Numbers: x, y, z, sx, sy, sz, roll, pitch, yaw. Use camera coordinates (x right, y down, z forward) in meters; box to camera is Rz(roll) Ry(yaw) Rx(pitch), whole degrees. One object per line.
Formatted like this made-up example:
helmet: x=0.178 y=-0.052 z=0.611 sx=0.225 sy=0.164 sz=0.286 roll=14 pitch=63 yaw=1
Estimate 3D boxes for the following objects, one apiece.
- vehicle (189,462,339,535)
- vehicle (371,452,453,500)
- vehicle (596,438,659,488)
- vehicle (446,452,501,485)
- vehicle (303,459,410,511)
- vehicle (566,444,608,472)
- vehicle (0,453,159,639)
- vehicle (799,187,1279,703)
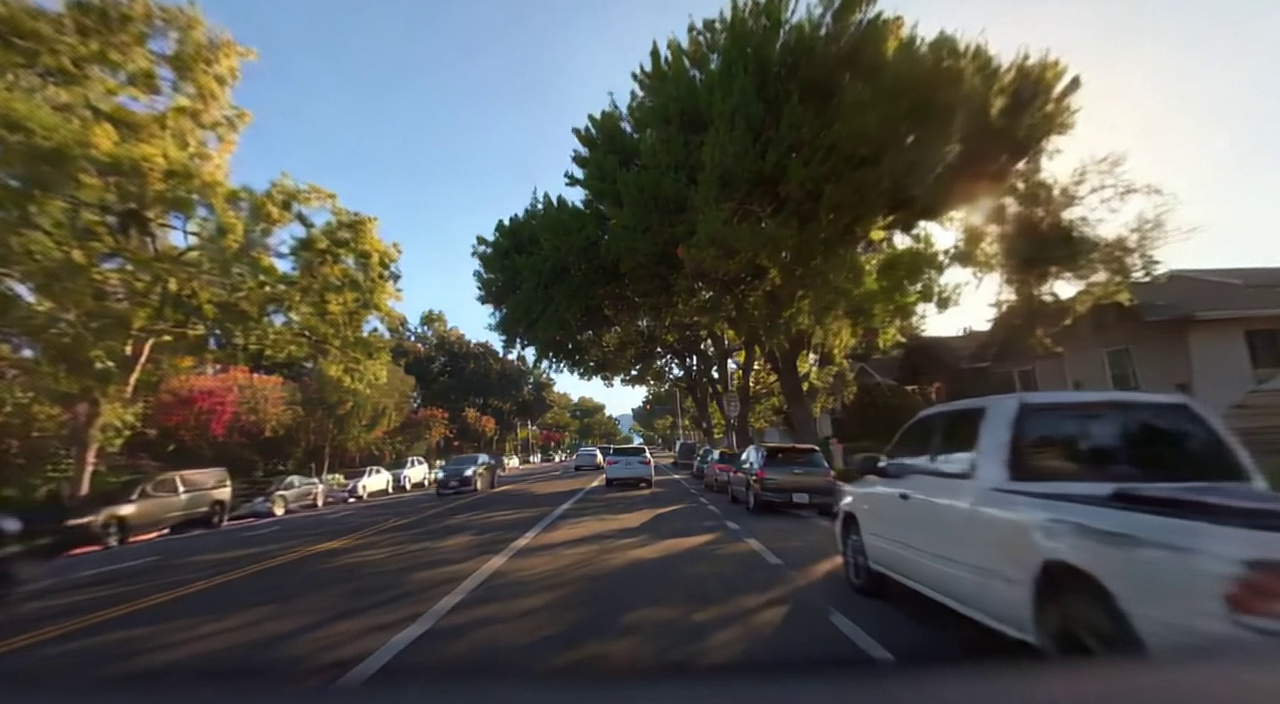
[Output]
vehicle: x=-12.346 y=4.760 z=21.230 sx=1.979 sy=1.815 sz=5.139 roll=-6 pitch=-9 yaw=-1
vehicle: x=-12.142 y=6.571 z=34.120 sx=2.264 sy=2.010 sz=5.742 roll=-4 pitch=-7 yaw=0
vehicle: x=-0.400 y=3.896 z=22.418 sx=2.041 sy=1.575 sz=4.304 roll=0 pitch=-9 yaw=0
vehicle: x=-9.137 y=6.396 z=35.091 sx=1.918 sy=1.648 sz=4.163 roll=0 pitch=-9 yaw=0
vehicle: x=-12.167 y=5.698 z=27.601 sx=2.076 sy=1.600 sz=5.382 roll=-8 pitch=-9 yaw=0
vehicle: x=-3.066 y=6.254 z=37.351 sx=2.117 sy=1.528 sz=4.277 roll=0 pitch=-9 yaw=0
vehicle: x=-6.373 y=1.611 z=4.622 sx=1.998 sy=1.518 sz=4.817 roll=-5 pitch=-9 yaw=0
vehicle: x=2.508 y=0.860 z=3.315 sx=2.119 sy=1.884 sz=4.567 roll=0 pitch=-9 yaw=0
